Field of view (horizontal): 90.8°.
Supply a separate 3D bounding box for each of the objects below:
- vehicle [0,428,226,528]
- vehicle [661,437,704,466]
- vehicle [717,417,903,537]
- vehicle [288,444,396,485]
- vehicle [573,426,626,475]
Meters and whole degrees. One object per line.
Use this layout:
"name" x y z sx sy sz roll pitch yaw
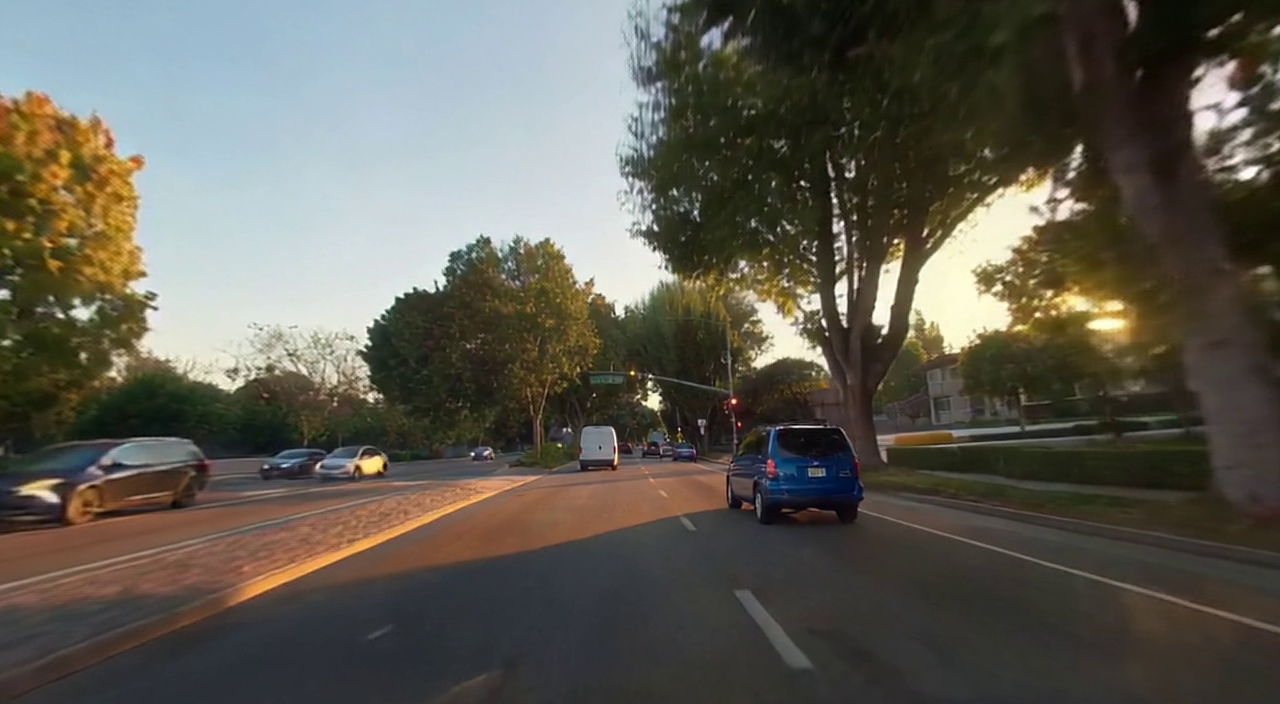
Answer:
"vehicle" -11.493 2.580 13.573 2.192 1.754 4.569 0 -8 -2
"vehicle" 2.581 6.200 39.532 2.248 1.692 4.252 0 -8 -2
"vehicle" 2.668 2.073 11.073 1.965 1.671 4.146 0 -8 -2
"vehicle" -11.806 4.468 25.464 2.116 1.481 4.572 0 -8 0
"vehicle" -1.783 4.549 29.295 2.228 2.054 4.309 0 -8 0
